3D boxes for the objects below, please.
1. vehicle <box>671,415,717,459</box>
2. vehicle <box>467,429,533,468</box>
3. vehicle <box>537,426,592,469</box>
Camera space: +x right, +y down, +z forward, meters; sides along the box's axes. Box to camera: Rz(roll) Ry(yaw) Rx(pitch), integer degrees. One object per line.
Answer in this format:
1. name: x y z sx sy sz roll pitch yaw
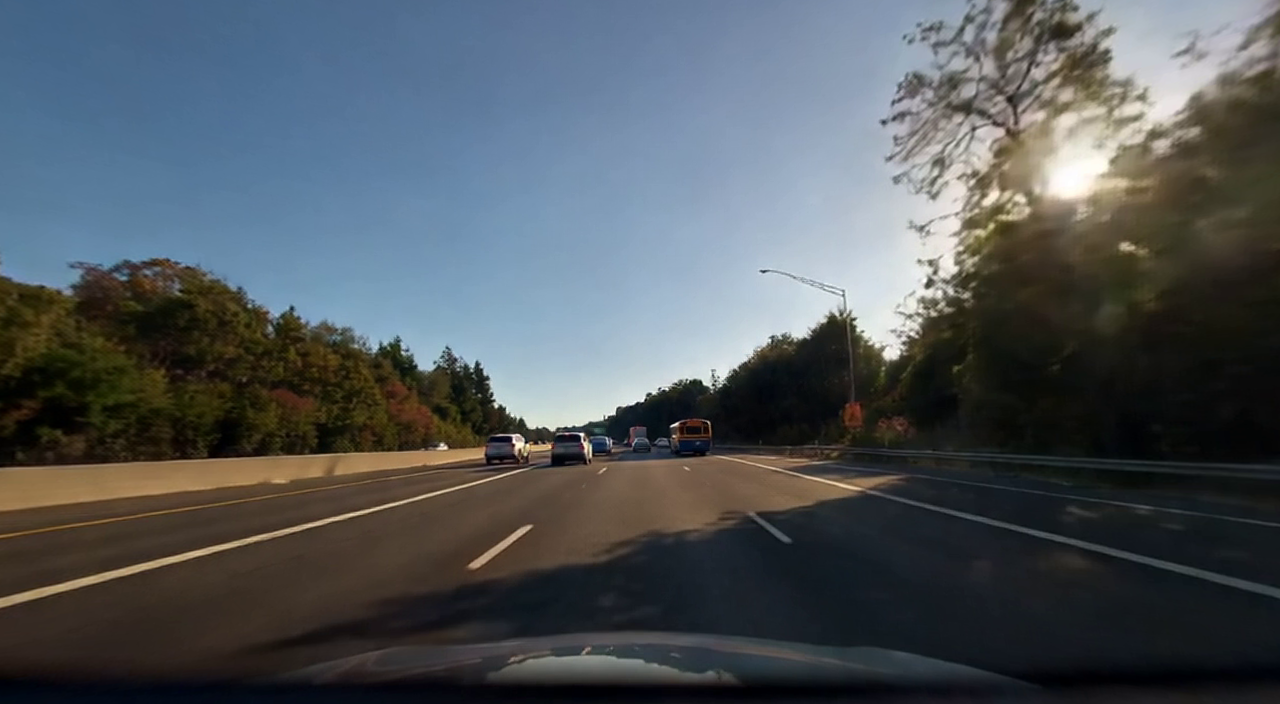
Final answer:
1. vehicle: 3.655 6.056 44.439 2.573 2.828 6.754 0 -8 -1
2. vehicle: -7.219 5.048 33.163 2.217 1.870 5.075 0 -8 1
3. vehicle: -3.508 4.564 30.199 2.016 1.898 4.458 0 -8 1
